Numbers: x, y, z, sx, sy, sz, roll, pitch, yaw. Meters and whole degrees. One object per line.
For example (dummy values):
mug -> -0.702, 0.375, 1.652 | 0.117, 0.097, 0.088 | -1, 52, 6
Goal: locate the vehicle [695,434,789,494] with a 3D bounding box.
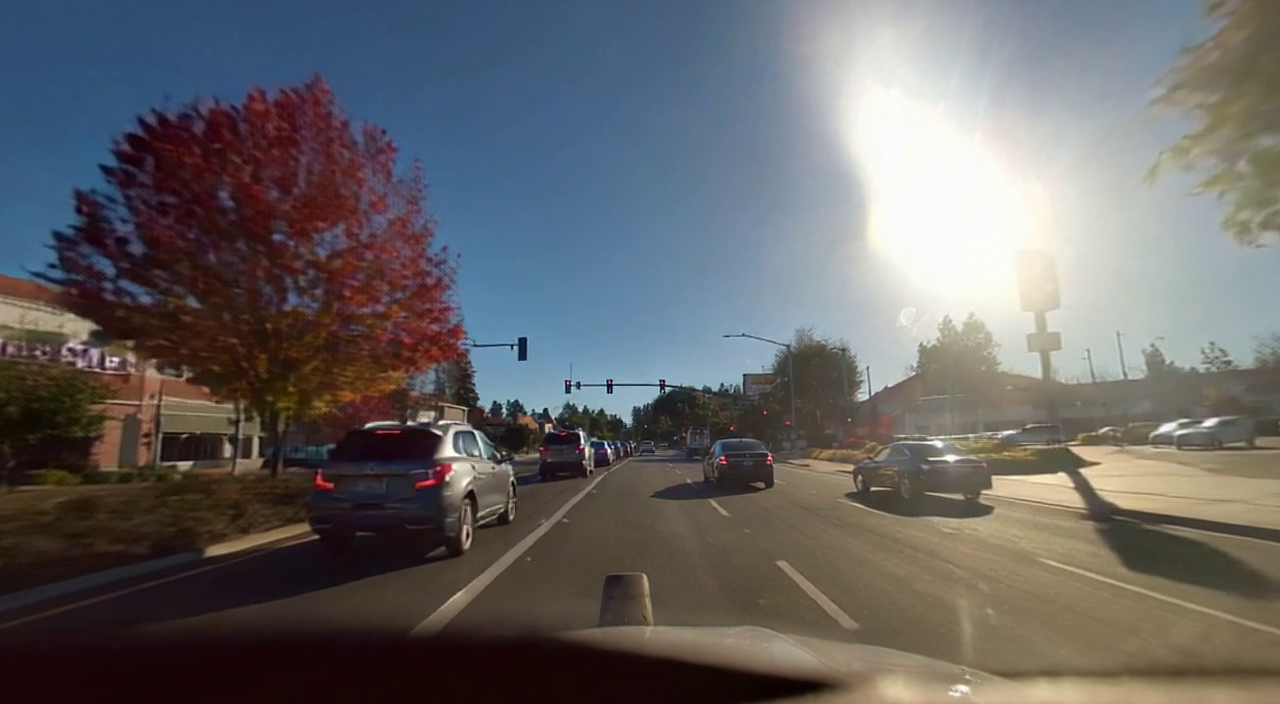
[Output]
vehicle -> 2.817, 3.207, 18.374 | 2.004, 1.512, 4.206 | 0, -9, 0

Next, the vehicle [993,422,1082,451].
vehicle -> 29.820, 6.387, 47.437 | 2.209, 1.864, 5.044 | 2, -11, -28

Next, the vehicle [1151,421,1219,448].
vehicle -> 30.977, 4.749, 35.966 | 1.787, 1.423, 4.347 | -4, -10, 26

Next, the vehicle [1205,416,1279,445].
vehicle -> 33.922, 4.440, 35.399 | 1.983, 1.520, 4.391 | -3, -9, 25

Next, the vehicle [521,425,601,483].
vehicle -> -2.605, 3.508, 21.869 | 2.117, 1.799, 4.442 | 0, -9, 1

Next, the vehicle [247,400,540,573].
vehicle -> -2.829, 1.676, 8.587 | 2.141, 1.719, 4.379 | 0, -9, 1

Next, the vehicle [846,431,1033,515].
vehicle -> 6.373, 2.618, 14.188 | 1.881, 1.540, 4.750 | 0, -9, 0
